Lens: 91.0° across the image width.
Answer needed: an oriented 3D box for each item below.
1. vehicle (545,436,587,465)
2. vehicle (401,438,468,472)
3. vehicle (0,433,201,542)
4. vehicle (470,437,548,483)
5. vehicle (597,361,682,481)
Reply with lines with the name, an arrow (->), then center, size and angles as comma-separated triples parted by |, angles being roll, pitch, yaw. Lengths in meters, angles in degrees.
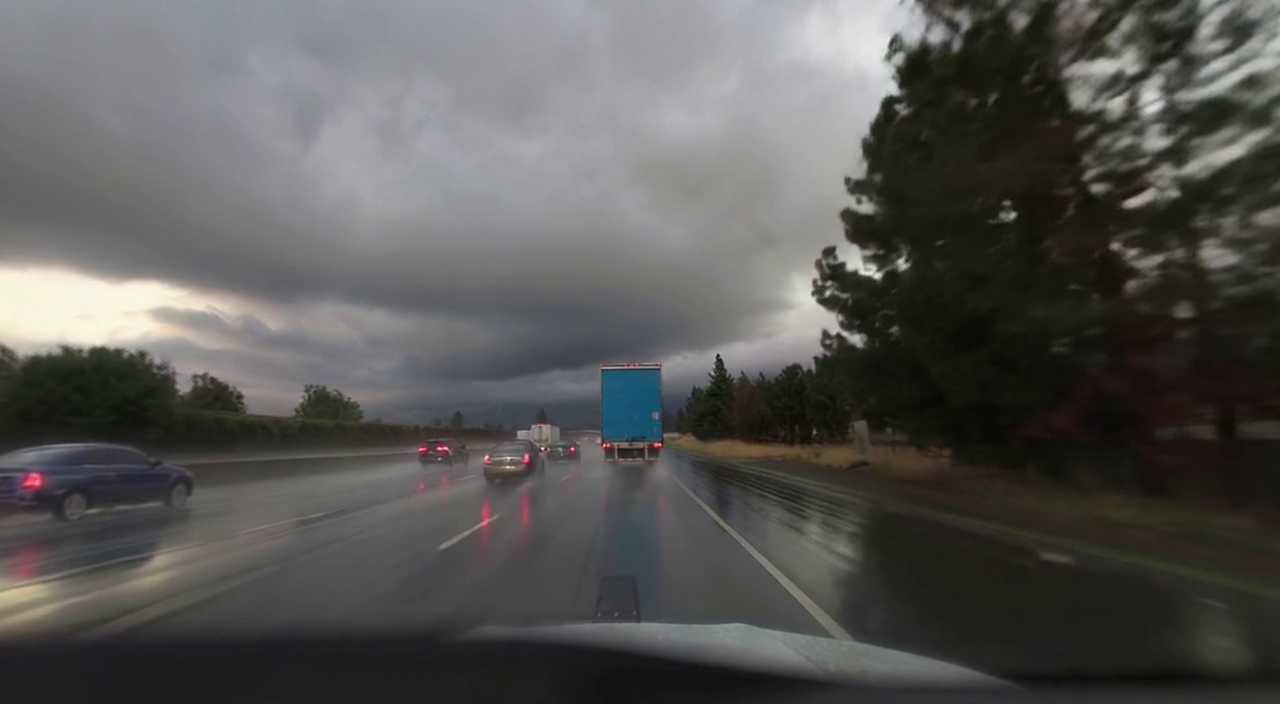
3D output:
vehicle -> -4.603, 6.168, 39.609 | 2.158, 1.680, 4.087 | 0, -8, 0
vehicle -> -10.283, 5.168, 31.756 | 1.952, 1.590, 4.090 | 0, -8, 1
vehicle -> -10.042, 2.183, 10.712 | 1.899, 1.517, 4.554 | 0, -8, -1
vehicle -> -4.870, 4.068, 24.014 | 2.164, 1.582, 3.979 | 0, -8, 0
vehicle -> -0.205, 3.106, 27.002 | 2.913, 4.113, 10.724 | 0, -8, -2
